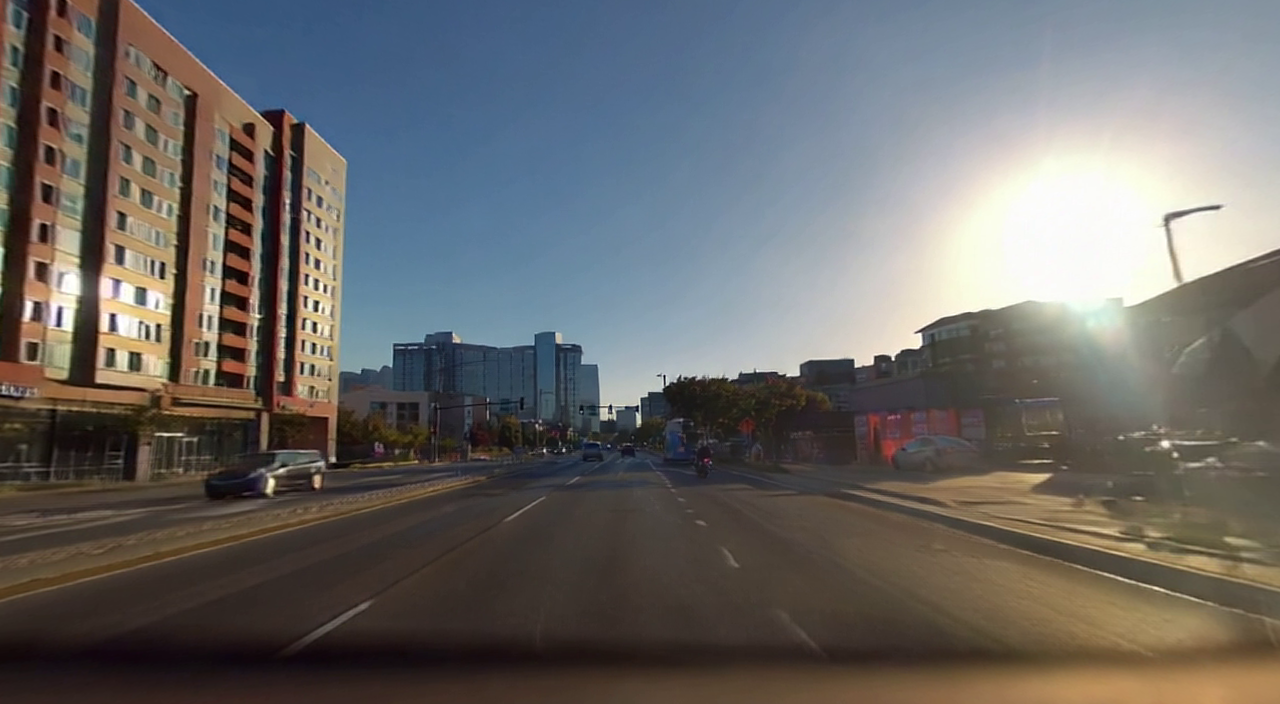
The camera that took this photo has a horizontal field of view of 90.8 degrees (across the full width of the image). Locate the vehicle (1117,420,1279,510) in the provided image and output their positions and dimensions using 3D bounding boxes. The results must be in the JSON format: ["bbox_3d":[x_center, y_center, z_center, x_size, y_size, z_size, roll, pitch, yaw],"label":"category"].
[{"bbox_3d":[14.214,2.631,14.943,2.019,1.819,4.909,0,-9,1],"label":"vehicle"}]

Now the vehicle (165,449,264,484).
[{"bbox_3d":[-20.785,5.562,31.083,1.843,1.551,4.221,0,-9,1],"label":"vehicle"}]

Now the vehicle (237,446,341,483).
[{"bbox_3d":[-15.388,4.935,28.015,2.019,1.471,4.513,0,-9,0],"label":"vehicle"}]

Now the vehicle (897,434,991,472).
[{"bbox_3d":[14.393,4.812,30.218,1.975,1.648,4.451,1,-8,-5],"label":"vehicle"}]

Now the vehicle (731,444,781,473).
[{"bbox_3d":[6.262,5.759,34.499,1.795,1.459,4.333,0,-9,-2],"label":"vehicle"}]

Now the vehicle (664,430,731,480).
[{"bbox_3d":[2.182,4.131,25.534,2.130,1.787,5.126,0,-9,-1],"label":"vehicle"}]
